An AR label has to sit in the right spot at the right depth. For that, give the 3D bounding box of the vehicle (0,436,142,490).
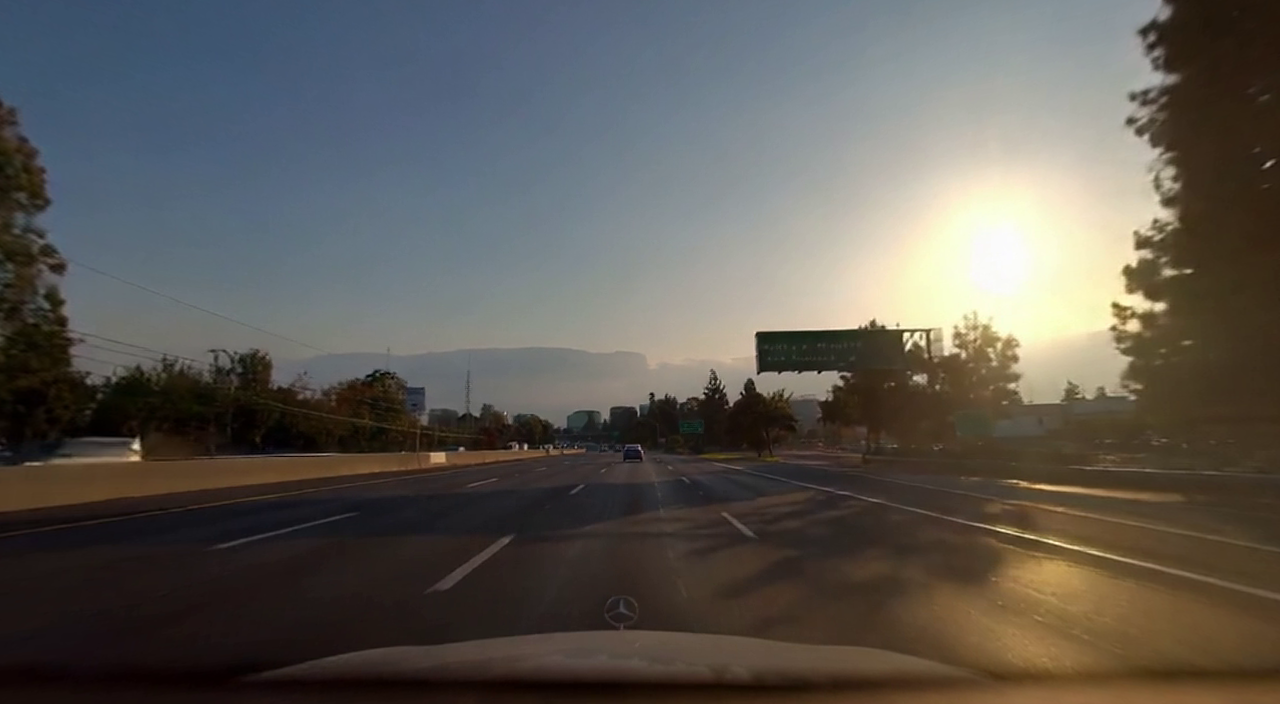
[{"bbox_3d":[-21.035,3.899,22.687,2.201,1.708,4.988,0,-8,0],"label":"vehicle"}]

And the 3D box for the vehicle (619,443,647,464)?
[{"bbox_3d":[-0.575,7.773,48.501,2.025,1.460,4.189,0,-8,-1],"label":"vehicle"}]

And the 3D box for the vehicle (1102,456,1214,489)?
[{"bbox_3d":[24.450,5.681,29.921,3.596,1.434,1.782,-1,-9,5],"label":"vehicle"}]
